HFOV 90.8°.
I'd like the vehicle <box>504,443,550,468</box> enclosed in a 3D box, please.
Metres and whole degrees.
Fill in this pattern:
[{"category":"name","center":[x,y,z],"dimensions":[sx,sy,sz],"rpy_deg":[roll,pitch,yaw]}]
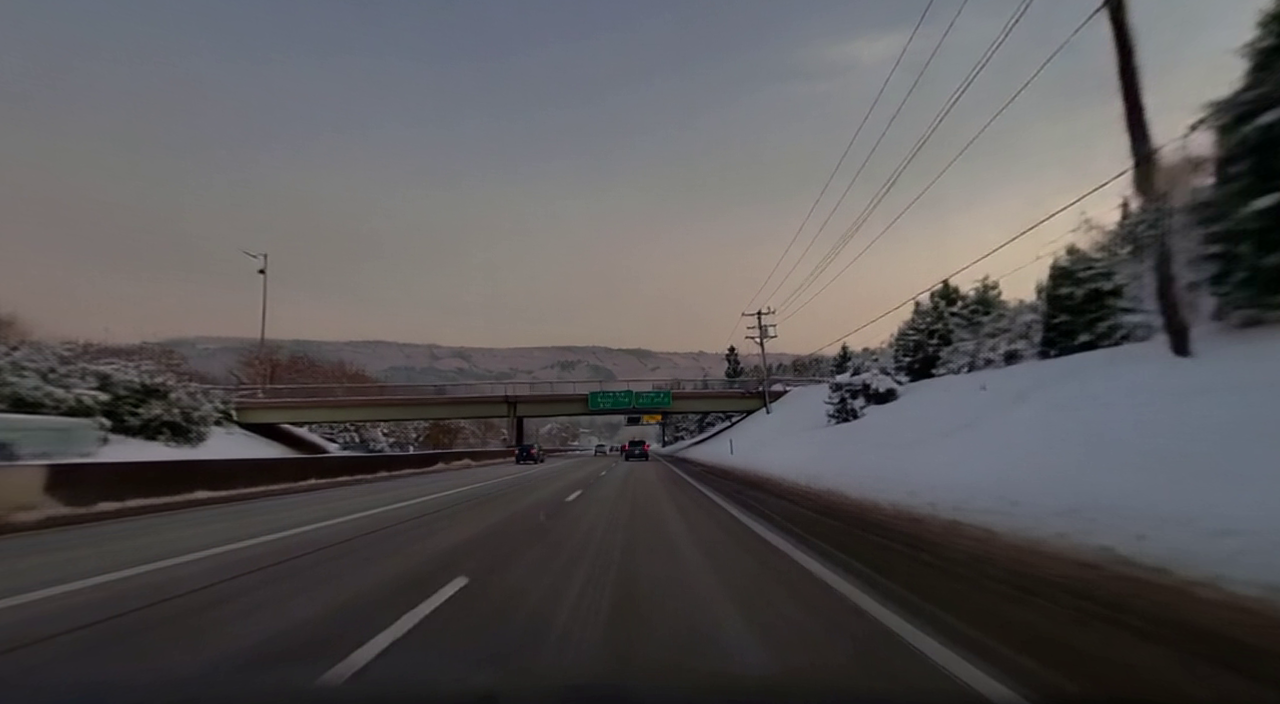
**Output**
[{"category":"vehicle","center":[-7.138,6.567,40.366],"dimensions":[2.077,1.511,4.323],"rpy_deg":[0,-8,1]}]

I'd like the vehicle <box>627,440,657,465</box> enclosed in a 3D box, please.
[{"category":"vehicle","center":[0.116,7.255,45.580],"dimensions":[2.063,1.715,4.299],"rpy_deg":[0,-8,0]}]
